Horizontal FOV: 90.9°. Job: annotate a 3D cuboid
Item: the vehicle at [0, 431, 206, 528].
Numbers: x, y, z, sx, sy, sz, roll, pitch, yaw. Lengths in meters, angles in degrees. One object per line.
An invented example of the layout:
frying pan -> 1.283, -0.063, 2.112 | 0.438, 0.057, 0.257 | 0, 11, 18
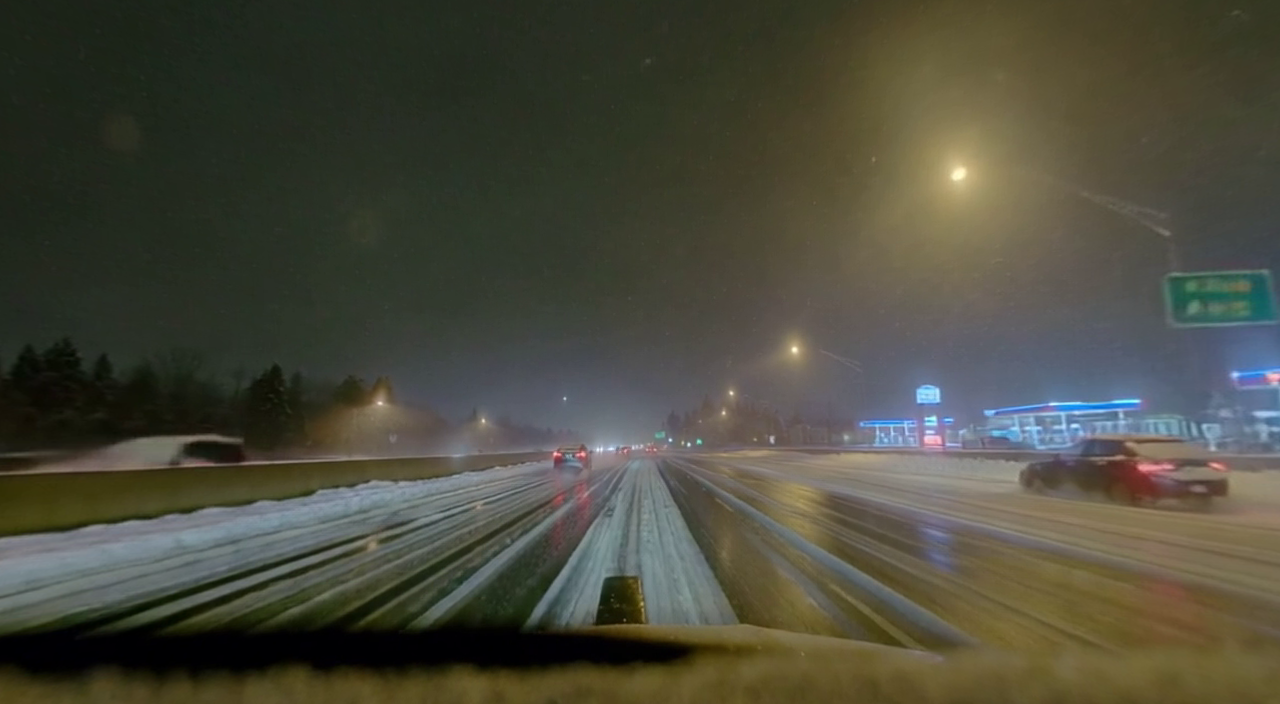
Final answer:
vehicle -> -11.371, 2.491, 12.850 | 1.898, 1.610, 4.423 | 0, -9, 0

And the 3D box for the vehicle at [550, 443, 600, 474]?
vehicle -> -3.330, 5.521, 32.950 | 2.114, 1.510, 4.186 | -1, -9, 1

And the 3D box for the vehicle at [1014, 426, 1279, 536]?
vehicle -> 8.864, 2.110, 10.992 | 1.909, 1.467, 4.940 | -1, -9, 4

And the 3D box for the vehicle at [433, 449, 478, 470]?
vehicle -> -13.869, 8.089, 47.734 | 1.926, 1.473, 4.838 | -1, -9, 1
